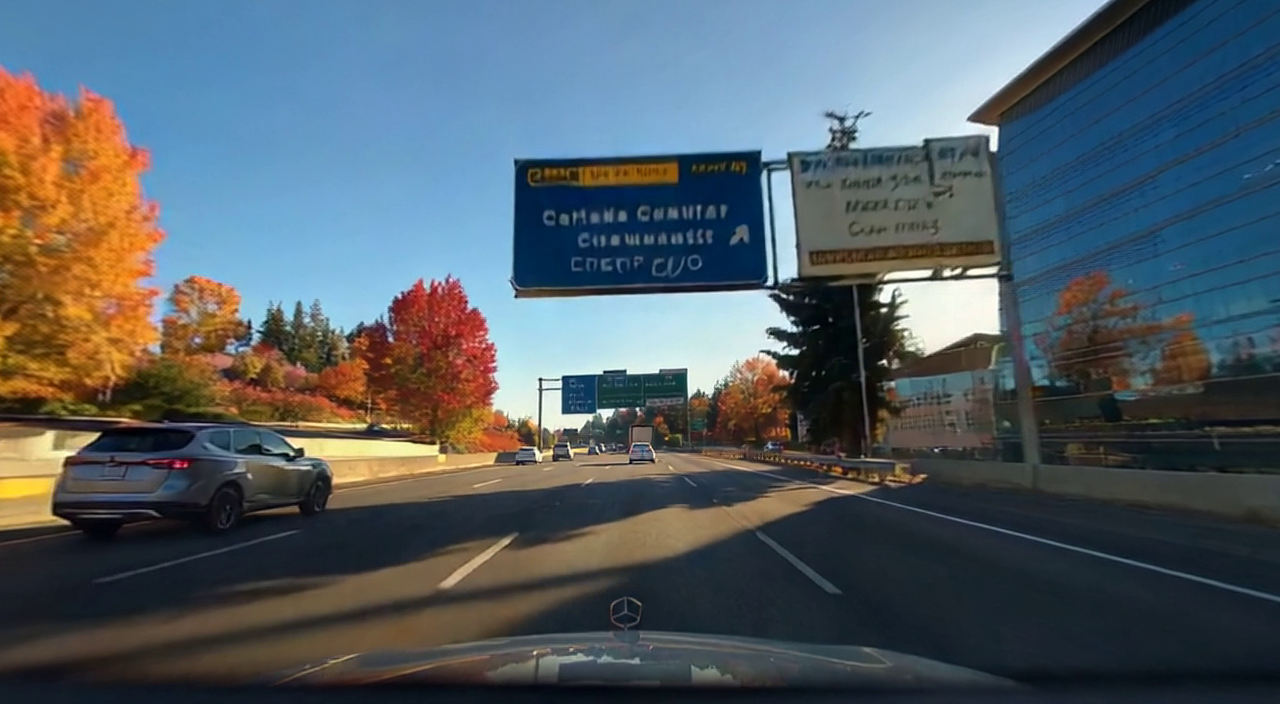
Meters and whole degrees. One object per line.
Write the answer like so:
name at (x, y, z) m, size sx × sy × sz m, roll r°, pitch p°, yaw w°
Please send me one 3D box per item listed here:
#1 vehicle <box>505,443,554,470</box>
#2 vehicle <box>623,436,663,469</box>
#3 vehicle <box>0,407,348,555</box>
vehicle at (-6.556, 6.257, 37.851) m, size 2.074 × 1.495 × 4.643 m, roll 0°, pitch -9°, yaw 0°
vehicle at (0.166, 5.968, 37.502) m, size 2.245 × 1.863 × 4.801 m, roll 0°, pitch -9°, yaw 0°
vehicle at (-7.124, 1.991, 10.425) m, size 2.146 × 1.834 × 4.999 m, roll 0°, pitch -9°, yaw 0°
